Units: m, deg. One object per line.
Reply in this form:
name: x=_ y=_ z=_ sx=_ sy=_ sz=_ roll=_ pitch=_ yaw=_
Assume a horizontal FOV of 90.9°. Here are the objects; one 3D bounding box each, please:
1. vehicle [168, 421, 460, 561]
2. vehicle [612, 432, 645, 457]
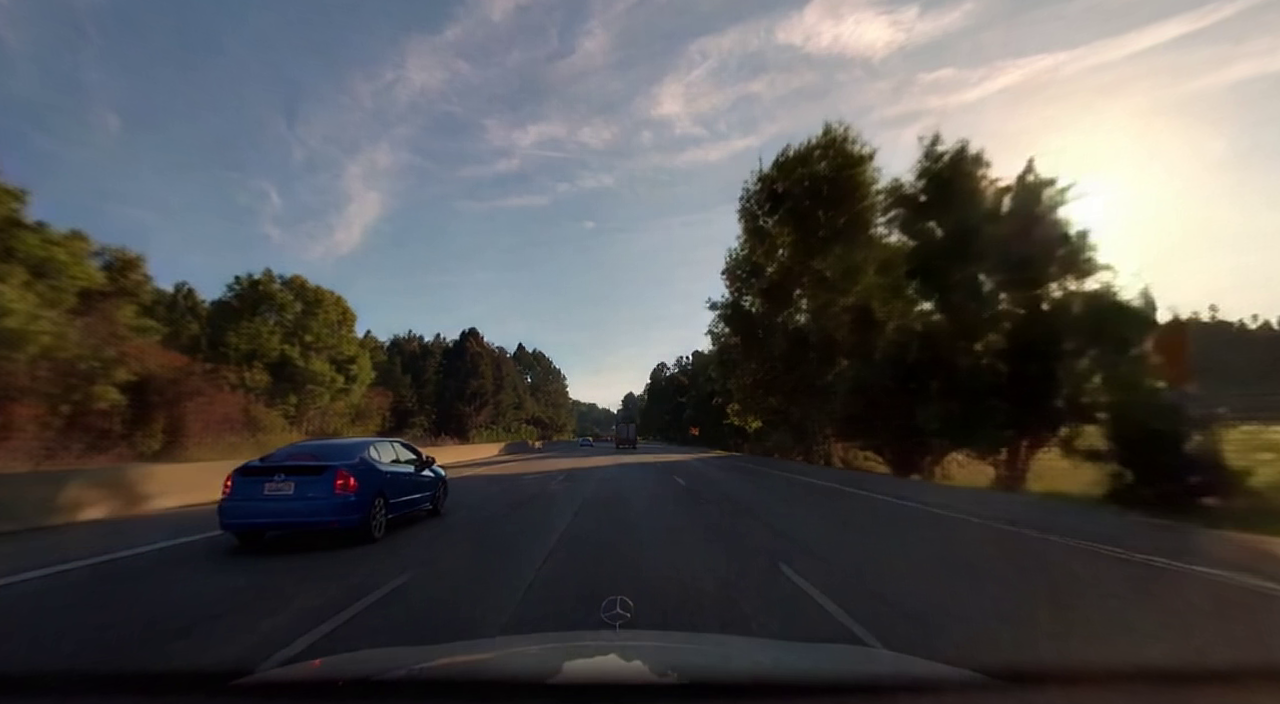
vehicle: x=-4.089 y=1.767 z=8.858 sx=1.931 sy=1.483 sz=4.105 roll=0 pitch=-8 yaw=-1
vehicle: x=-0.787 y=6.349 z=43.456 sx=2.162 sy=1.616 sz=4.242 roll=0 pitch=-8 yaw=0
